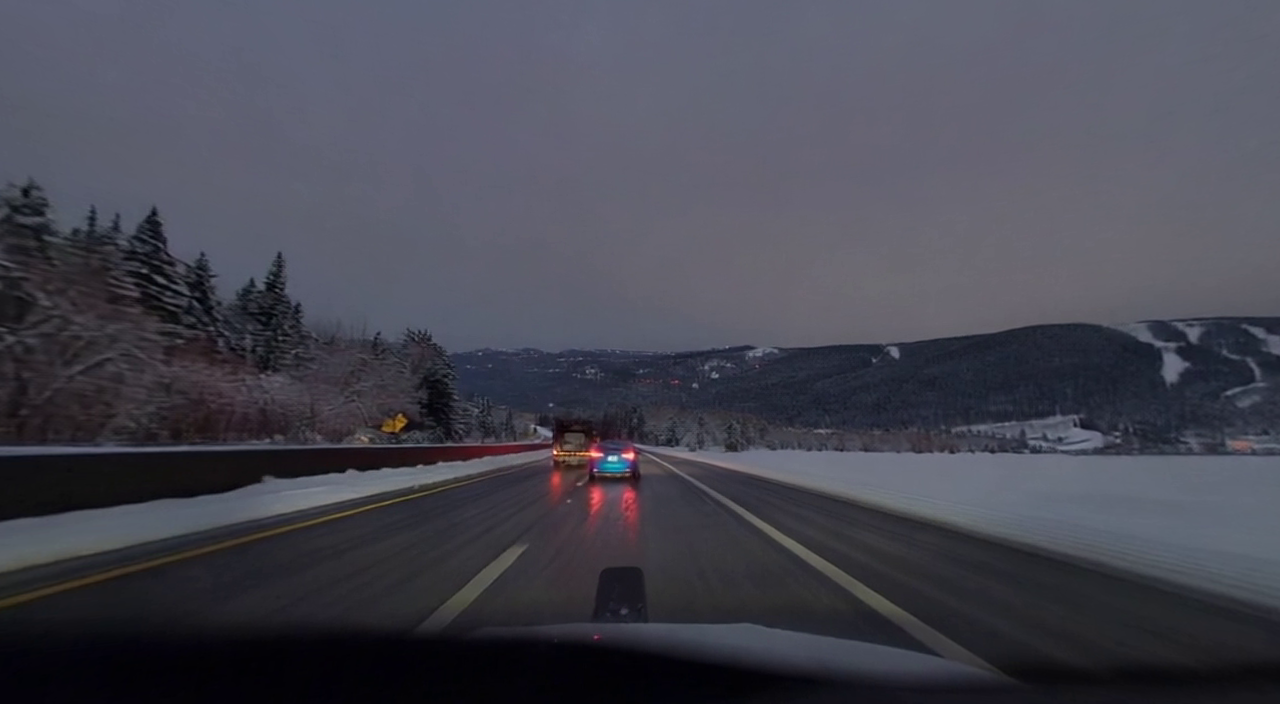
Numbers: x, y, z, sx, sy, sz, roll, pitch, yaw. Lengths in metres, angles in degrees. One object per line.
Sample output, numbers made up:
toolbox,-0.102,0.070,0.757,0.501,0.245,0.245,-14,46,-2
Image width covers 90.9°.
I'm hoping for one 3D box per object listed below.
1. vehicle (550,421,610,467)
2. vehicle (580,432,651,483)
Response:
vehicle,-2.996,4.793,32.876,2.444,2.204,5.568,0,-9,1
vehicle,-0.686,3.484,21.075,2.097,1.511,4.585,0,-8,1
